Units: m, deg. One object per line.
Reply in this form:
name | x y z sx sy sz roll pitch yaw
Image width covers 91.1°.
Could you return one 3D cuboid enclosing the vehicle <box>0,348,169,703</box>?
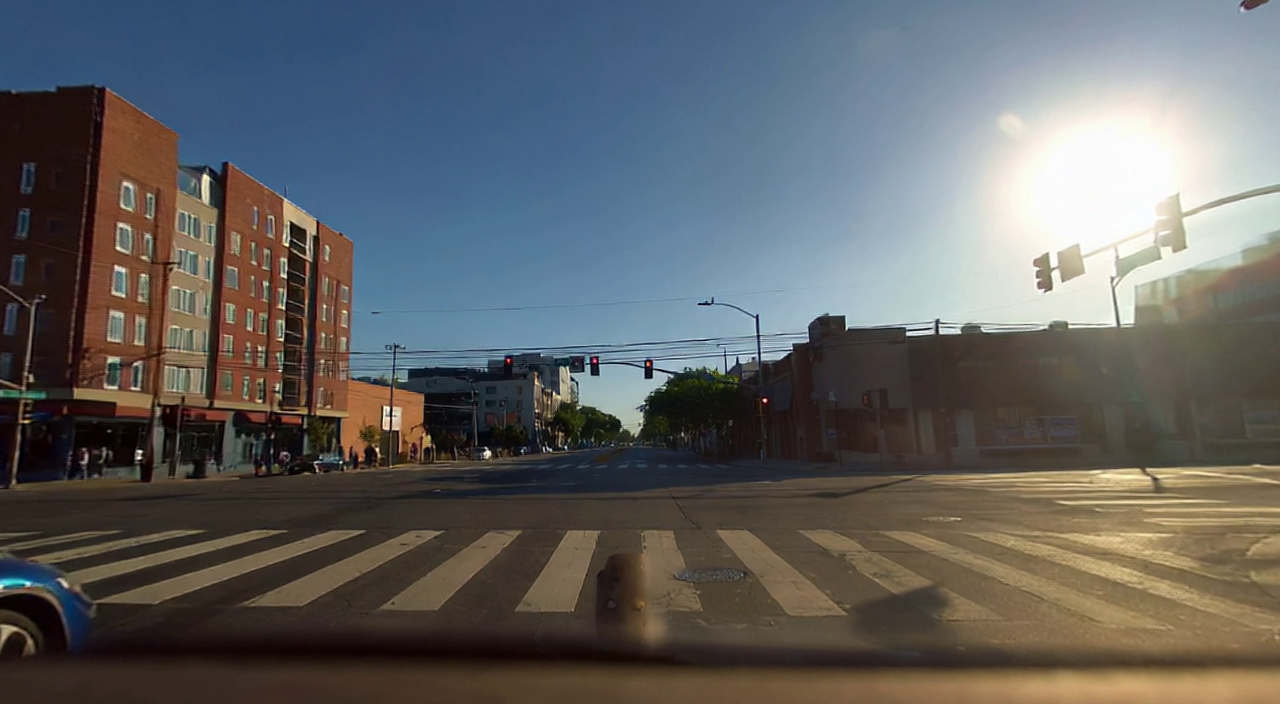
vehicle | -3.632 0.618 1.052 2.109 1.692 4.587 0 -8 0
